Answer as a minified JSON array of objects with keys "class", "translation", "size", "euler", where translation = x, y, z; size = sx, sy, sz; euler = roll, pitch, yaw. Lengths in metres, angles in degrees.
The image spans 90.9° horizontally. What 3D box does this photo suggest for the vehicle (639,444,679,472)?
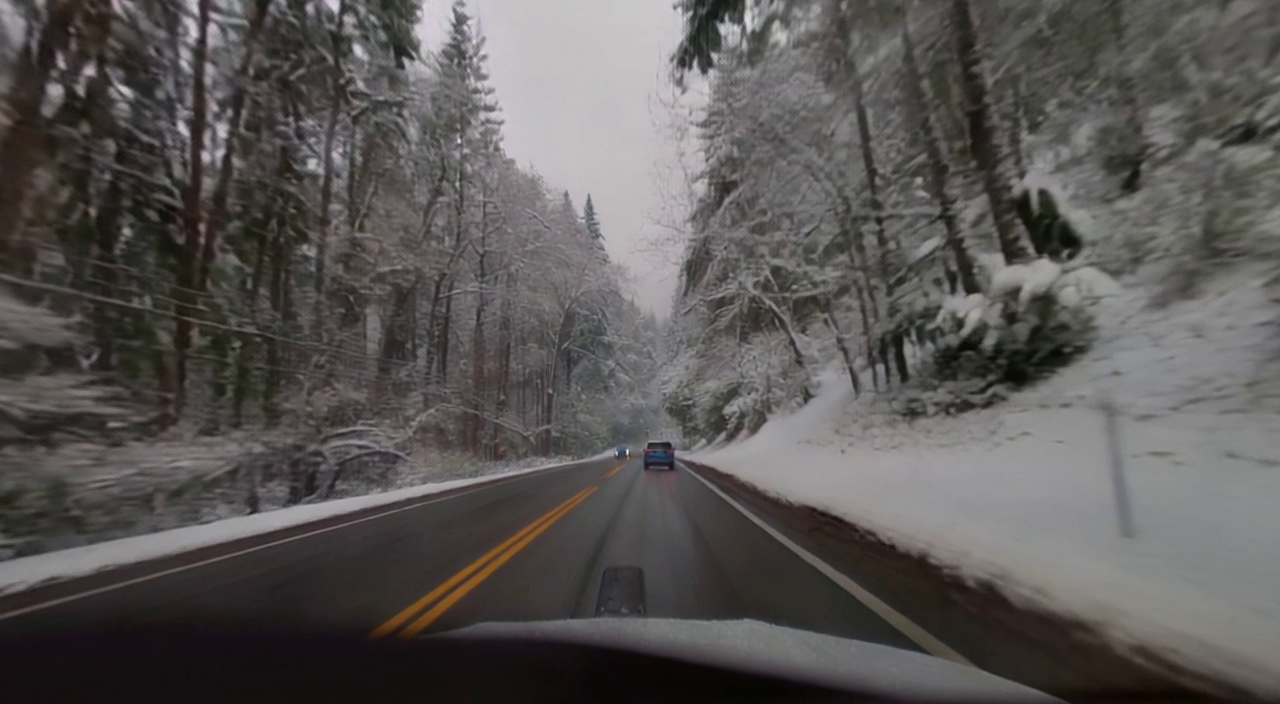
[{"class":"vehicle","translation":[1.027,5.999,35.827],"size":[2.120,1.491,4.349],"euler":[0,-9,1]}]
